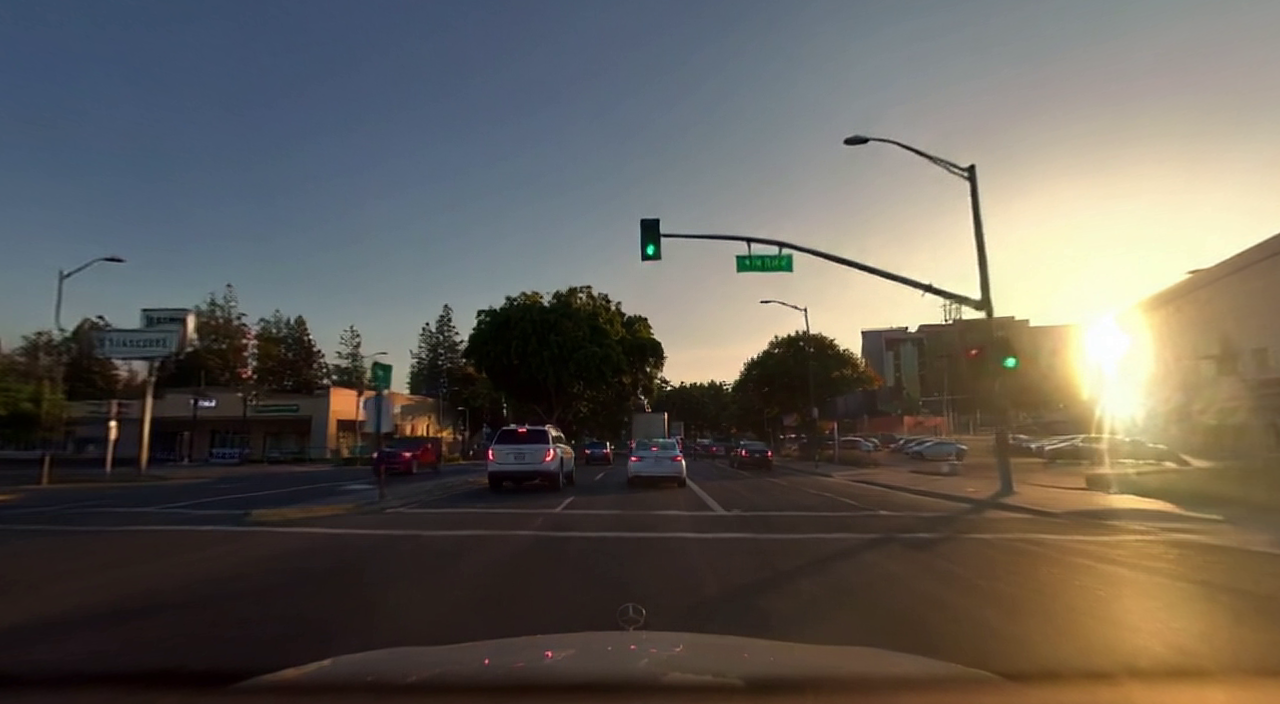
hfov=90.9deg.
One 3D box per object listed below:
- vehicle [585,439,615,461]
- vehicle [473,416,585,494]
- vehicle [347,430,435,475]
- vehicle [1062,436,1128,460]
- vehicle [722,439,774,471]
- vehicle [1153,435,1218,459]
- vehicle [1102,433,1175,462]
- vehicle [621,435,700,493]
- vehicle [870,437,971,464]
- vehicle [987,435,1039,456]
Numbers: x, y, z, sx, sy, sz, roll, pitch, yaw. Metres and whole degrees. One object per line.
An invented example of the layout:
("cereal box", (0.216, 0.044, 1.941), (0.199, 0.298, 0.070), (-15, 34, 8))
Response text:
("vehicle", (-2.920, 7.274, 46.852), (1.902, 1.522, 3.523), (0, -8, 1))
("vehicle", (-3.031, 2.984, 18.526), (2.289, 1.935, 5.227), (0, -8, 1))
("vehicle", (-11.679, 4.760, 30.024), (2.165, 1.926, 4.899), (0, -8, 0))
("vehicle", (28.461, 5.981, 39.377), (3.873, 1.429, 1.765), (5, -10, -29))
("vehicle", (5.364, 5.173, 31.911), (1.900, 1.507, 4.151), (0, -8, 0))
("vehicle", (34.568, 5.996, 39.914), (4.052, 1.445, 1.889), (5, -10, -32))
("vehicle", (29.314, 5.587, 37.018), (4.225, 1.502, 1.915), (3, -9, -32))
("vehicle", (0.537, 3.237, 18.604), (2.061, 1.494, 4.079), (0, -8, 0))
("vehicle", (15.650, 5.487, 35.265), (4.756, 1.422, 1.831), (0, -8, -1))
("vehicle", (28.873, 7.210, 48.744), (3.799, 1.541, 1.747), (5, -10, -30))
